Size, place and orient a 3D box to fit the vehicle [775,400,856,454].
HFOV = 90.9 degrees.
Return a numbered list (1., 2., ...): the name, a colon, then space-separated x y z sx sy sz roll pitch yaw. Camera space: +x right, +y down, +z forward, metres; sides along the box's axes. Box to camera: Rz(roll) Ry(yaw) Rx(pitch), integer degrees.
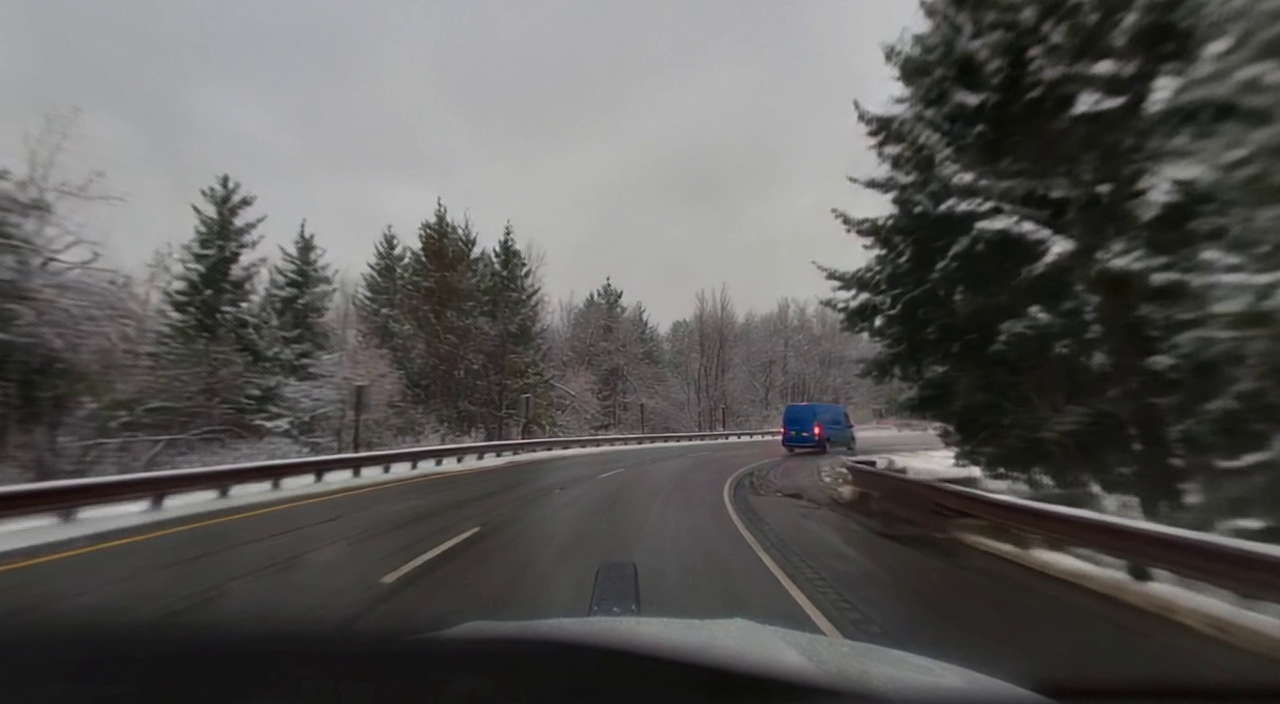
1. vehicle: 9.374 3.991 33.353 2.352 2.577 5.330 -5 -9 35
